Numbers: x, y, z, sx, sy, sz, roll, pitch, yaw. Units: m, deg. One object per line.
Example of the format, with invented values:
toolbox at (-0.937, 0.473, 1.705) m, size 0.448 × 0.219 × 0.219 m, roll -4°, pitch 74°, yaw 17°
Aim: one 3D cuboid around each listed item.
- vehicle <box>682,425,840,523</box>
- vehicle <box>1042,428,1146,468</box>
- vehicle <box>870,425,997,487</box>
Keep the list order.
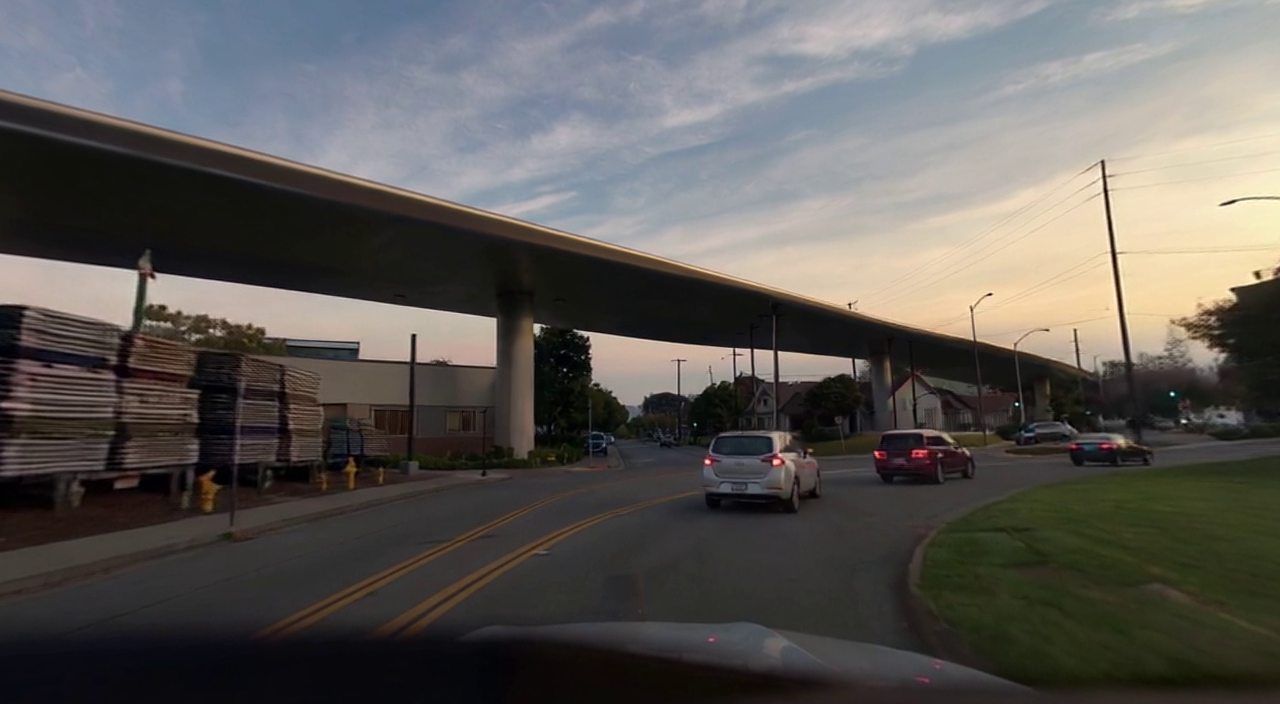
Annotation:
vehicle at (2.653, 2.362, 12.829) m, size 2.087 × 1.578 × 4.652 m, roll -4°, pitch -9°, yaw 24°
vehicle at (21.407, 4.500, 29.803) m, size 4.310 × 1.762 × 1.995 m, roll 4°, pitch -9°, yaw -25°
vehicle at (10.297, 3.568, 22.021) m, size 4.771 × 1.885 × 2.241 m, roll 8°, pitch -11°, yaw -42°
